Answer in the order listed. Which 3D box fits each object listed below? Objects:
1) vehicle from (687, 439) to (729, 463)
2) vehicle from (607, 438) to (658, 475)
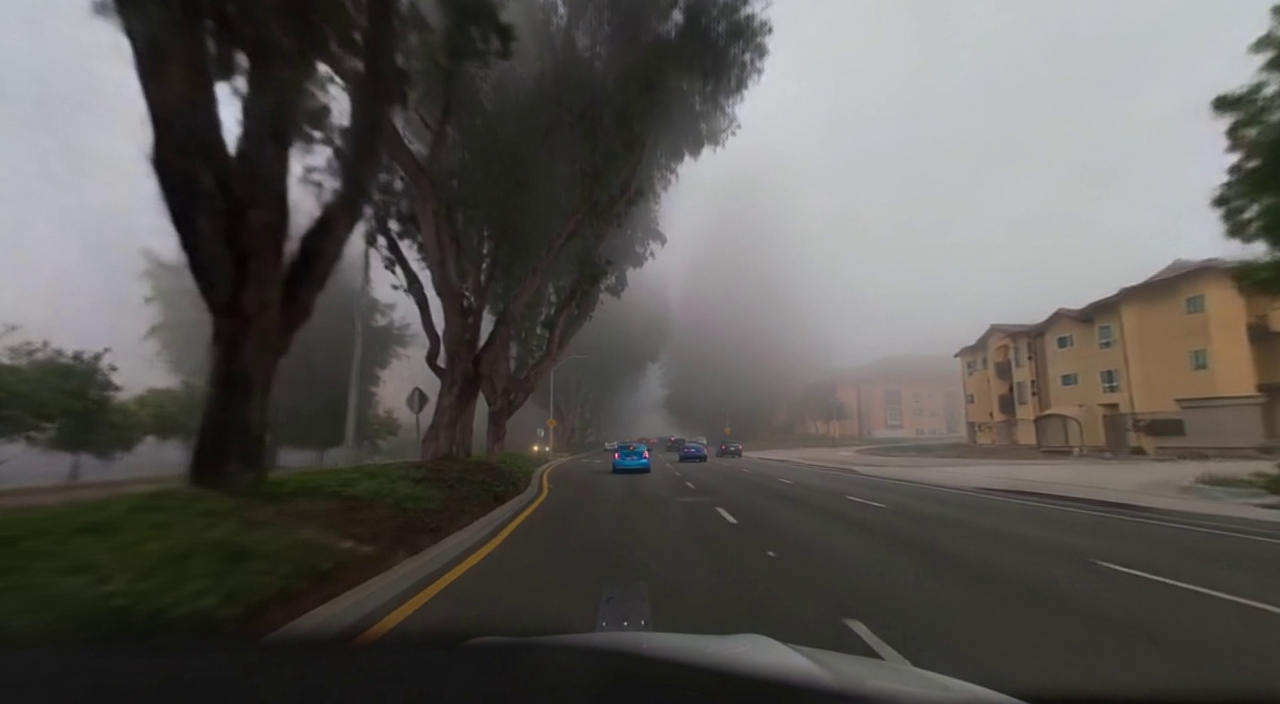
[{"bbox_3d":[4.451,6.570,41.872,2.067,1.514,4.188,0,-8,-3],"label":"vehicle"},{"bbox_3d":[-0.318,4.588,27.930,2.102,1.481,3.907,0,-8,0],"label":"vehicle"}]
